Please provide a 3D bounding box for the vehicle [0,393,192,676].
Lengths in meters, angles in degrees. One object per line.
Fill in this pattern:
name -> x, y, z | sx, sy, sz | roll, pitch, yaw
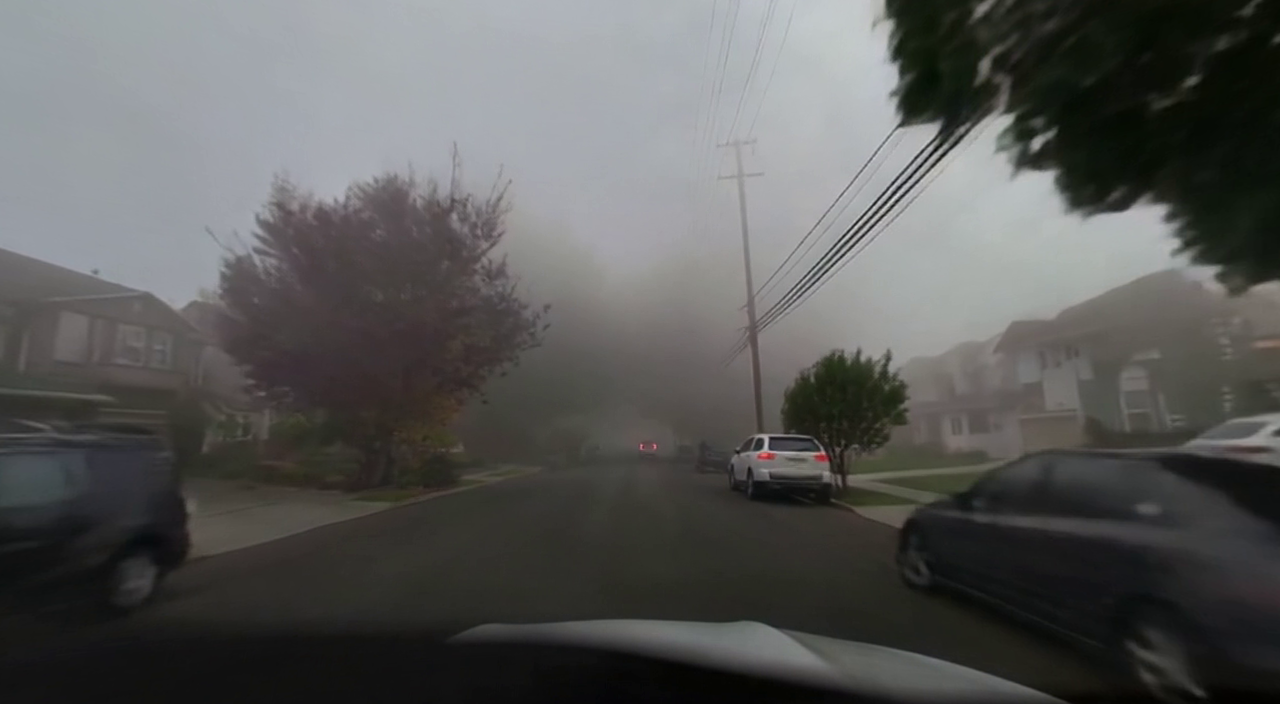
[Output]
vehicle -> -5.031, 1.065, 3.409 | 2.103, 1.731, 4.197 | -1, -9, 0

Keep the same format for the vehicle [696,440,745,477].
vehicle -> 4.035, 5.433, 32.465 | 2.066, 1.753, 4.877 | -1, -9, 2

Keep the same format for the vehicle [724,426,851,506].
vehicle -> 3.764, 3.043, 17.215 | 2.280, 1.820, 5.001 | 0, -9, 0

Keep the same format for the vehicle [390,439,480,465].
vehicle -> -12.492, 6.120, 38.772 | 4.792, 1.521, 2.077 | -1, -9, 1

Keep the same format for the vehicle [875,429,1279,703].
vehicle -> 3.512, 1.315, 4.234 | 2.008, 1.482, 4.891 | 0, -9, 0
